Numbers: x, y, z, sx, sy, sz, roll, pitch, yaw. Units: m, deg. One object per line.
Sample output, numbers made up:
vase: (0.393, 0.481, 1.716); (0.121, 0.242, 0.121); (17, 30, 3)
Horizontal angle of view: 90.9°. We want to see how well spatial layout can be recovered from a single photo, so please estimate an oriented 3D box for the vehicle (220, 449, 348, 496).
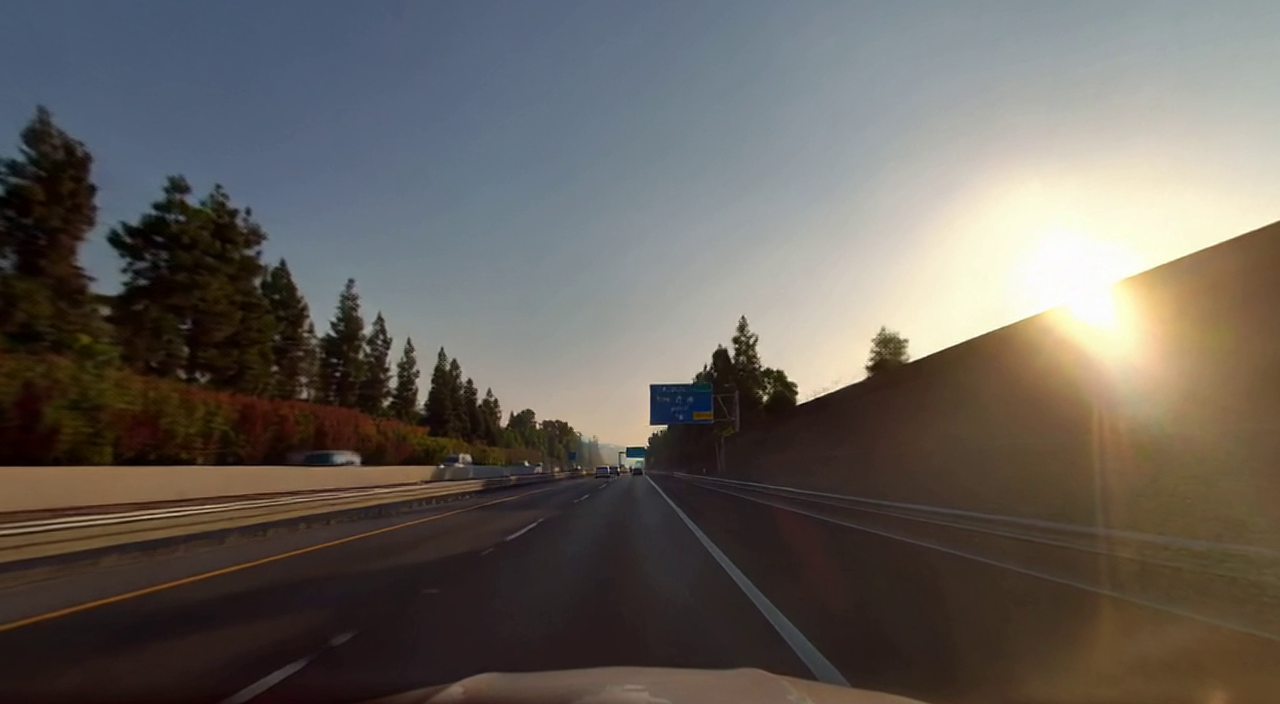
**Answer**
vehicle: (-12.754, 4.376, 22.978); (1.989, 1.497, 4.491); (1, -10, 0)
